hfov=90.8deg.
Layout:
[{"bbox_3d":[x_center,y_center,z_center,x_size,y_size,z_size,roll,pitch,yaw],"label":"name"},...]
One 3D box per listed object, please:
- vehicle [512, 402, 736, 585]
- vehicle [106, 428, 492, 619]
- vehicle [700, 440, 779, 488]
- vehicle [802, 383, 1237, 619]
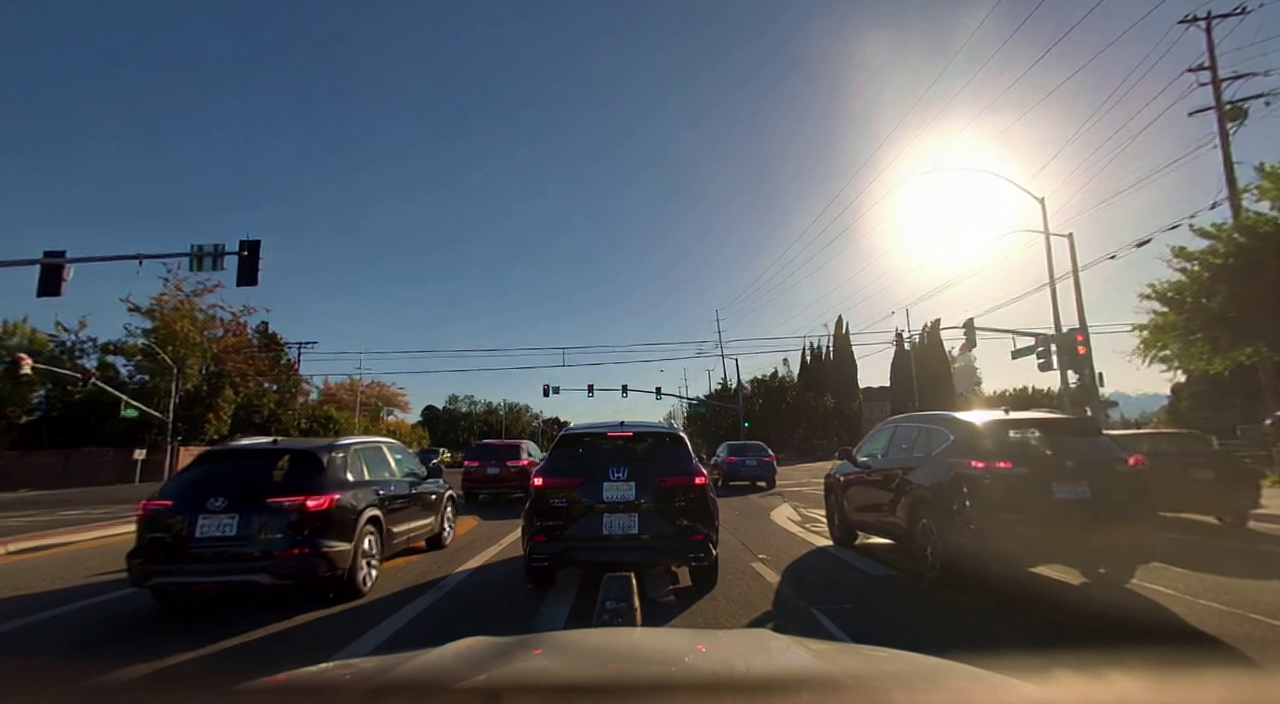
[{"bbox_3d":[-0.123,1.652,8.097,2.111,1.712,4.078,0,-9,1],"label":"vehicle"},{"bbox_3d":[-3.190,1.675,7.214,1.881,1.466,4.484,0,-9,0],"label":"vehicle"},{"bbox_3d":[3.345,3.871,22.159,1.949,1.479,4.489,0,-9,-1],"label":"vehicle"},{"bbox_3d":[3.501,1.481,7.185,1.999,1.789,4.583,0,-9,-1],"label":"vehicle"}]
